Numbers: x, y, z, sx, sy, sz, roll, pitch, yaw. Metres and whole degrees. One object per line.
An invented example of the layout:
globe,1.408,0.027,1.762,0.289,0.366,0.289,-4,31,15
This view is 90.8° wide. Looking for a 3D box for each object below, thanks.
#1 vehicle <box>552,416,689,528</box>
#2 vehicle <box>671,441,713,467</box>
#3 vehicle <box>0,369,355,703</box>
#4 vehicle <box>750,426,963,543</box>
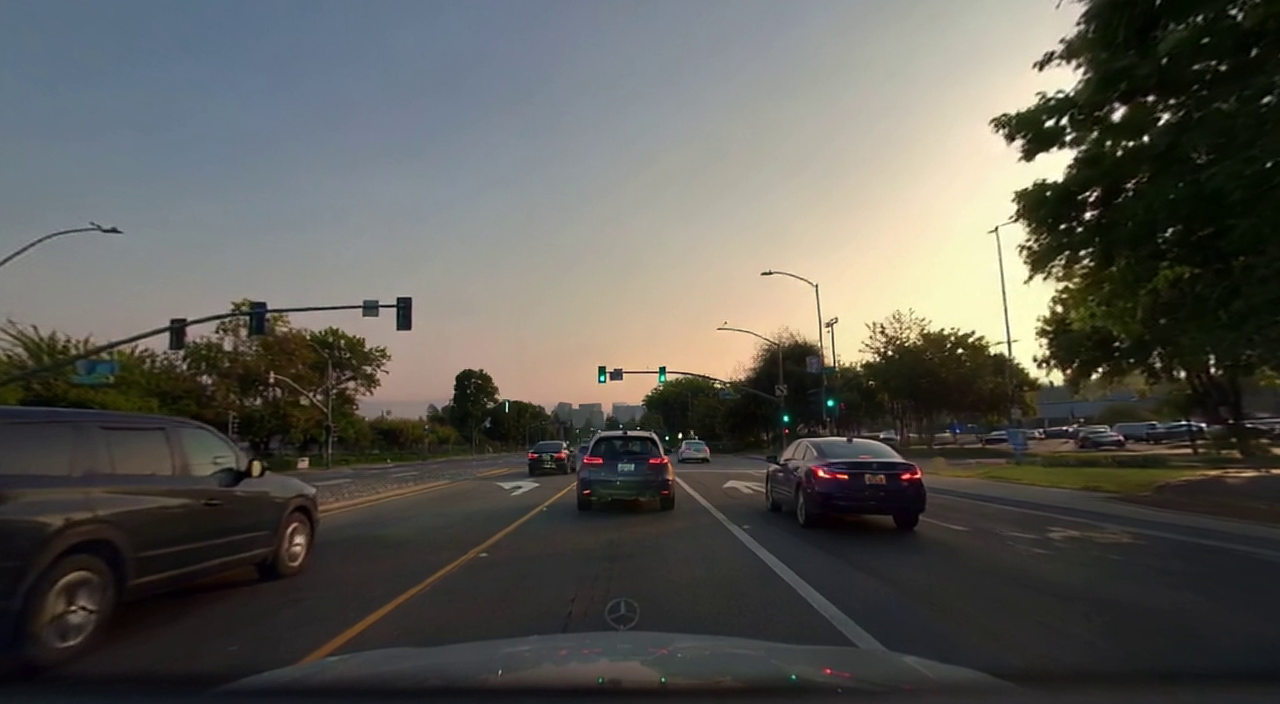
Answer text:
vehicle,-0.337,2.198,12.075,2.150,1.725,4.096,0,-8,-1
vehicle,3.100,6.223,38.752,2.171,1.469,4.420,0,-8,0
vehicle,-3.807,1.104,4.284,1.823,1.602,4.061,0,-8,0
vehicle,3.267,2.077,10.548,2.068,1.541,4.041,0,-8,0
